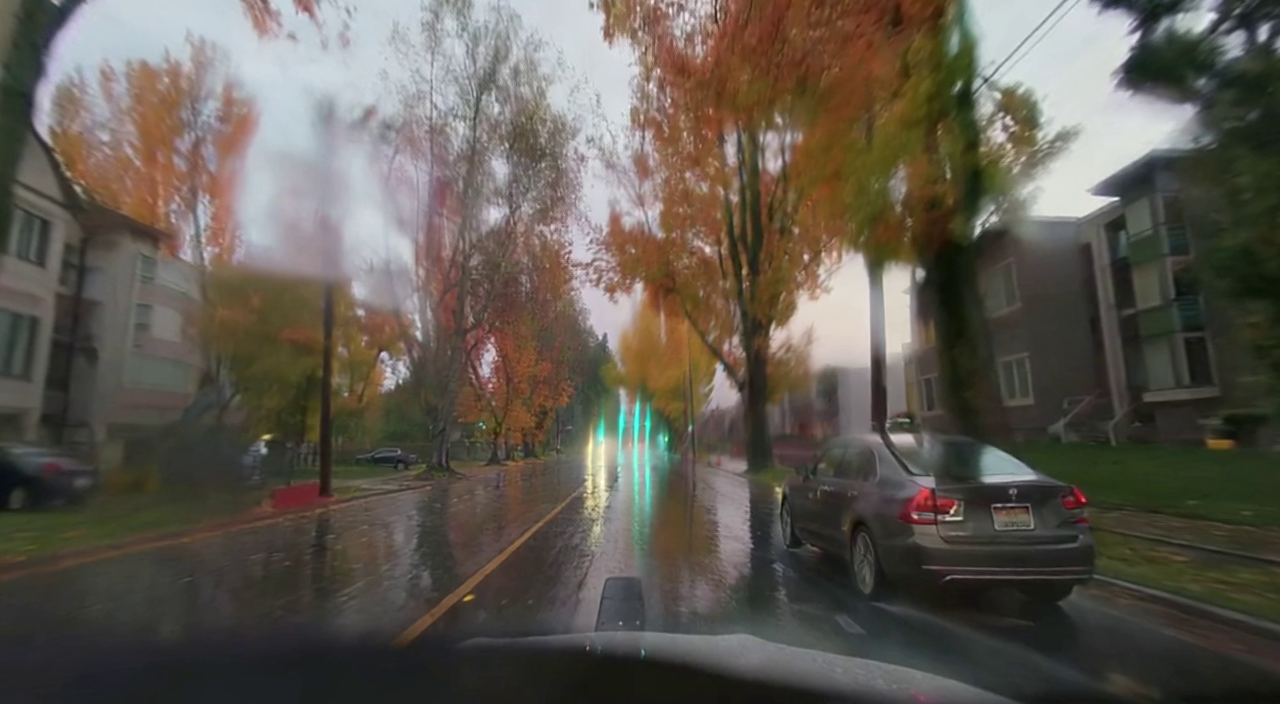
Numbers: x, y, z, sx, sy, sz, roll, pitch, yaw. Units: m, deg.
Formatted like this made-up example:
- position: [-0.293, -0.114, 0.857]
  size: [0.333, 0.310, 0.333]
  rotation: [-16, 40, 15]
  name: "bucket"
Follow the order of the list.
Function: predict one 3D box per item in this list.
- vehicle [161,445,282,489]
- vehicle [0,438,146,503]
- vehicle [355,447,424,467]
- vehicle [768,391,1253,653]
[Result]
- position: [-15.871, 4.355, 24.295]
  size: [1.881, 1.490, 4.430]
  rotation: [0, -9, -5]
  name: "vehicle"
- position: [-16.795, 3.256, 17.523]
  size: [4.398, 1.686, 1.927]
  rotation: [1, -9, -6]
  name: "vehicle"
- position: [-19.612, 8.236, 49.630]
  size: [4.610, 1.463, 1.841]
  rotation: [1, -9, -7]
  name: "vehicle"
- position: [3.056, 1.530, 6.847]
  size: [2.224, 1.791, 4.834]
  rotation: [0, -9, -1]
  name: "vehicle"
